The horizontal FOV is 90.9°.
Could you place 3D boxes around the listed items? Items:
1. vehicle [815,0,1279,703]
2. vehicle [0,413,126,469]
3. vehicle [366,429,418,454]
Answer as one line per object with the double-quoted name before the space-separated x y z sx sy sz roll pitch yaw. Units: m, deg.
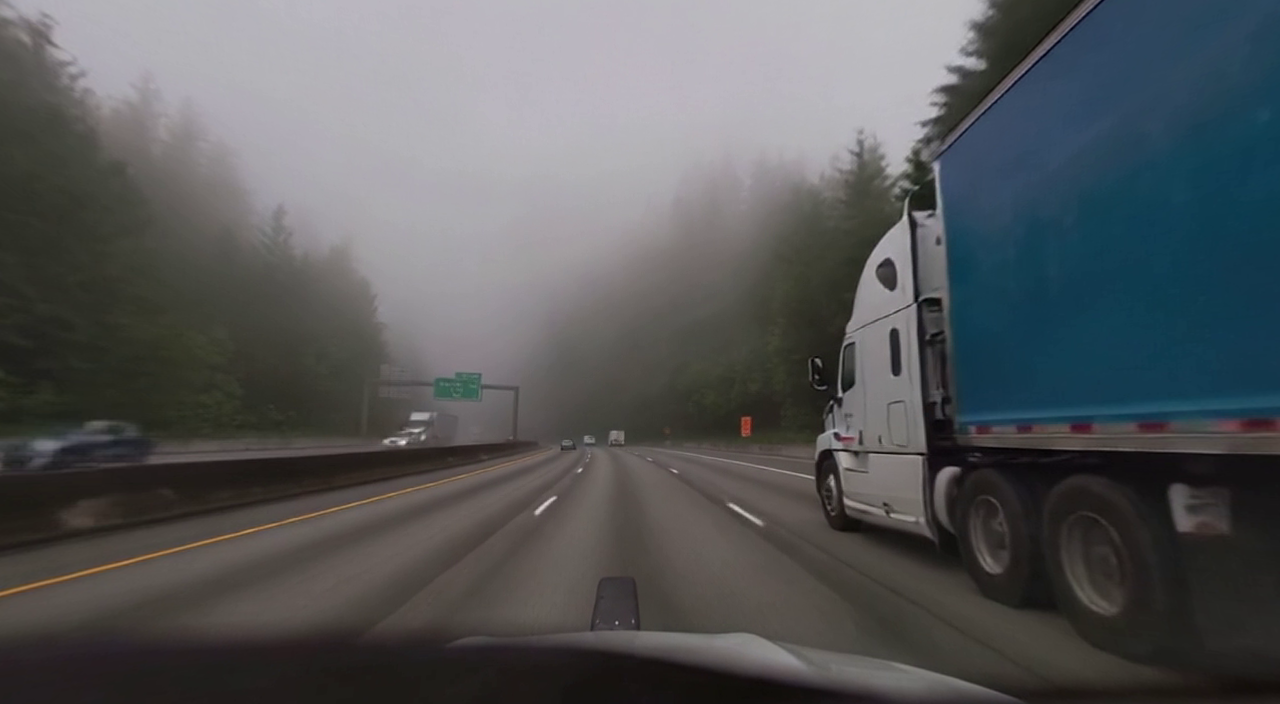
"vehicle" 4.042 0.166 6.007 2.964 3.950 5.853 0 -8 0
"vehicle" -18.971 2.788 19.799 1.905 1.567 4.492 0 -8 -1
"vehicle" -15.736 5.694 40.214 1.866 1.528 4.012 1 -8 -4
